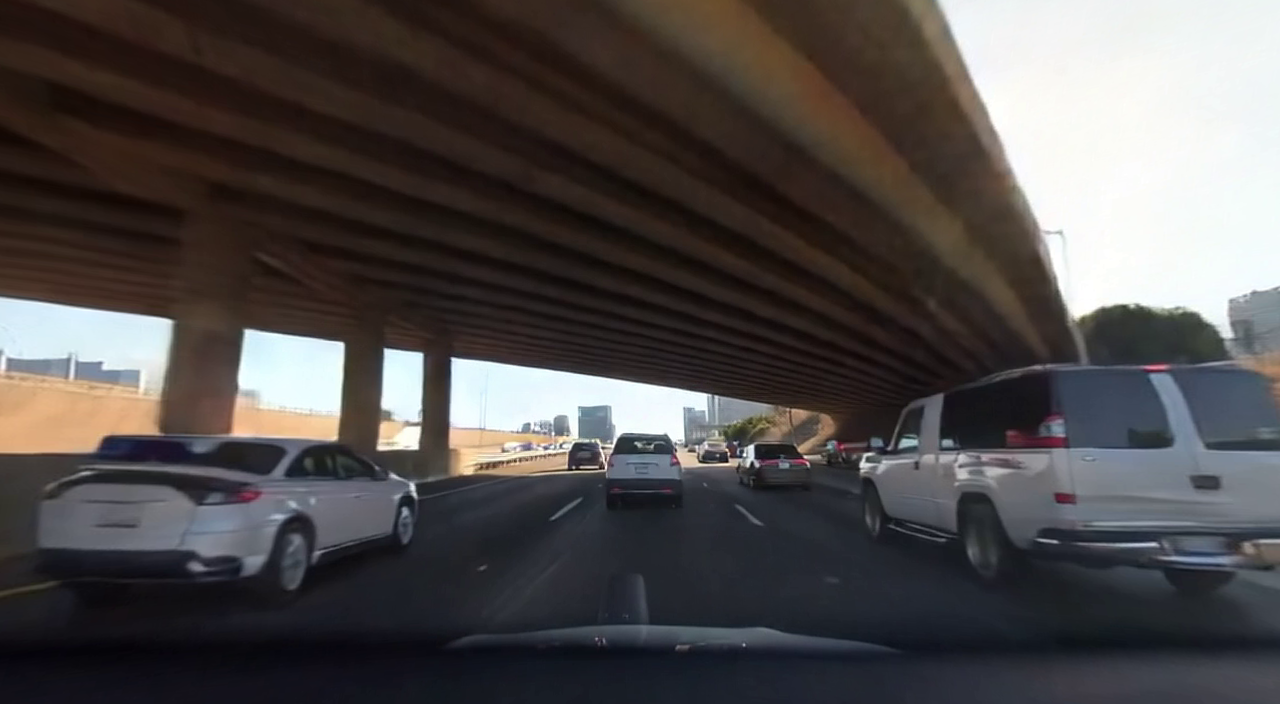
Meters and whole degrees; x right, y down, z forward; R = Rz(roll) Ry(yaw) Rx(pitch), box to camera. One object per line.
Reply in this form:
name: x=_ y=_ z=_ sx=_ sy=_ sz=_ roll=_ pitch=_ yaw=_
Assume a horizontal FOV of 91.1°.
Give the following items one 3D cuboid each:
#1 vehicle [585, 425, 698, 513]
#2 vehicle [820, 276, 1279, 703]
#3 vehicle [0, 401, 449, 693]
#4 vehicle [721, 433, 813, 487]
vehicle: x=0.028 y=2.495 z=13.835 sx=2.099 sy=1.640 sz=4.134 roll=0 pitch=-9 yaw=0
vehicle: x=3.868 y=1.093 z=5.709 sx=2.732 sy=2.065 sz=5.826 roll=0 pitch=-9 yaw=0
vehicle: x=-3.538 y=1.370 z=5.704 sx=2.011 sy=1.510 sz=4.698 roll=0 pitch=-9 yaw=1
vehicle: x=4.158 y=3.625 z=21.343 sx=2.210 sy=1.625 sz=4.249 roll=0 pitch=-9 yaw=-1
